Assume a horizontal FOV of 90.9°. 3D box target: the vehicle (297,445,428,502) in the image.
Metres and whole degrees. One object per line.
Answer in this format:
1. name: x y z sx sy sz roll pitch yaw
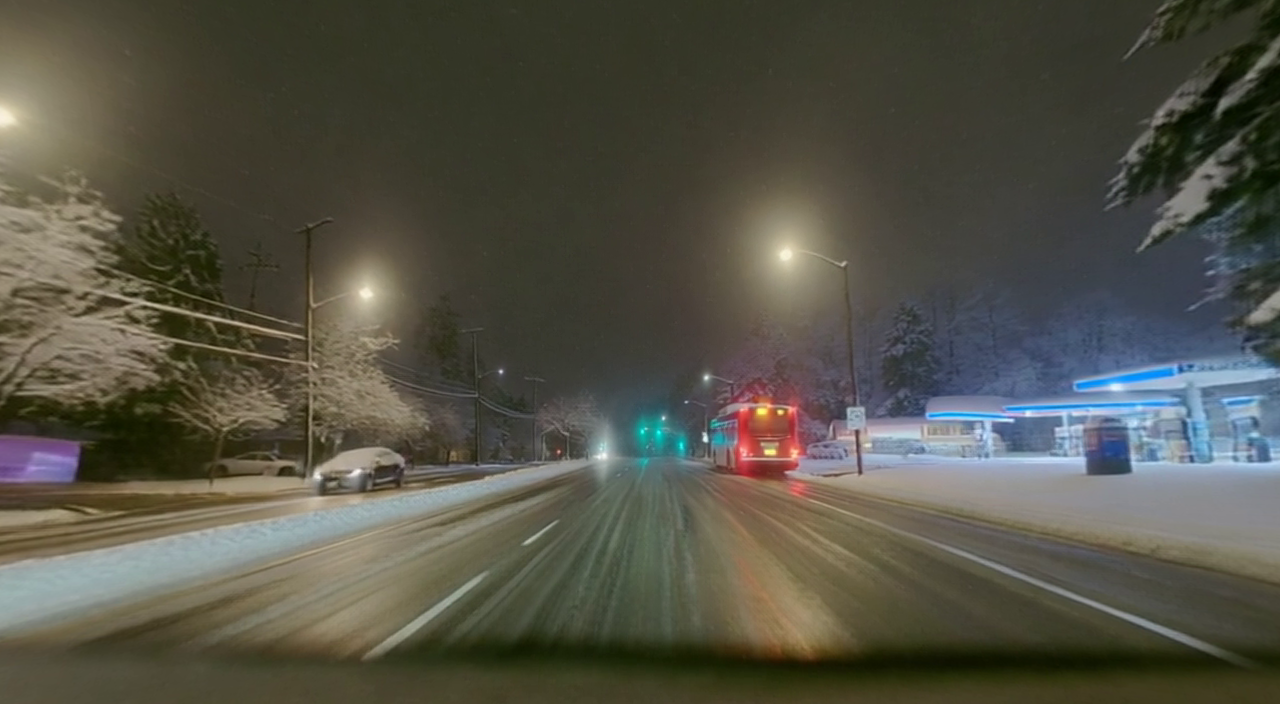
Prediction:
1. vehicle: -8.127 3.571 18.988 1.900 1.481 4.317 0 -8 1

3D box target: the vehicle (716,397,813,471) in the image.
1. vehicle: 8.635 6.112 46.352 4.582 4.678 12.589 0 -8 0

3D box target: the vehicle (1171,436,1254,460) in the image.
1. vehicle: 44.623 7.462 49.351 1.948 1.776 5.438 -1 -8 8

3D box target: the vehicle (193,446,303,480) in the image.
1. vehicle: -24.370 6.869 39.446 2.284 1.855 5.392 -4 -9 25

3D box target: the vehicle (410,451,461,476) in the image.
1. vehicle: -13.222 7.218 41.097 1.779 1.476 4.260 0 -8 2
